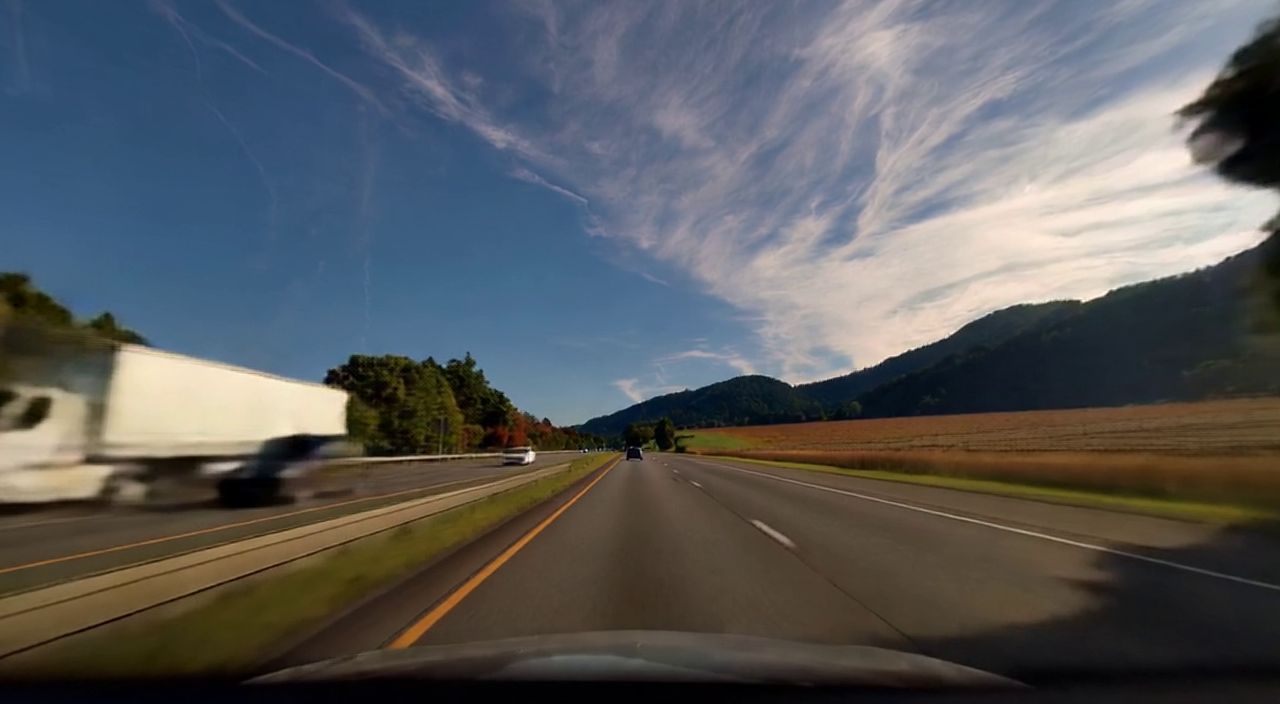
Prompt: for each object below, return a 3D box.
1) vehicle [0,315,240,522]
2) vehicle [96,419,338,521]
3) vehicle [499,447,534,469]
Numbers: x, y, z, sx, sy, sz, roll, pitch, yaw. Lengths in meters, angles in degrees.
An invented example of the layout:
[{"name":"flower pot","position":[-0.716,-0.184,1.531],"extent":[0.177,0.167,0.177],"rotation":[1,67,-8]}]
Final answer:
[{"name":"vehicle","position":[-12.776,1.659,14.623],"extent":[3.023,3.837,5.876],"rotation":[0,-9,-1]},{"name":"vehicle","position":[-8.371,2.379,13.117],"extent":[2.060,1.750,4.253],"rotation":[0,-9,0]},{"name":"vehicle","position":[-8.531,7.343,43.749],"extent":[1.739,1.432,3.639],"rotation":[0,-9,-1]}]
